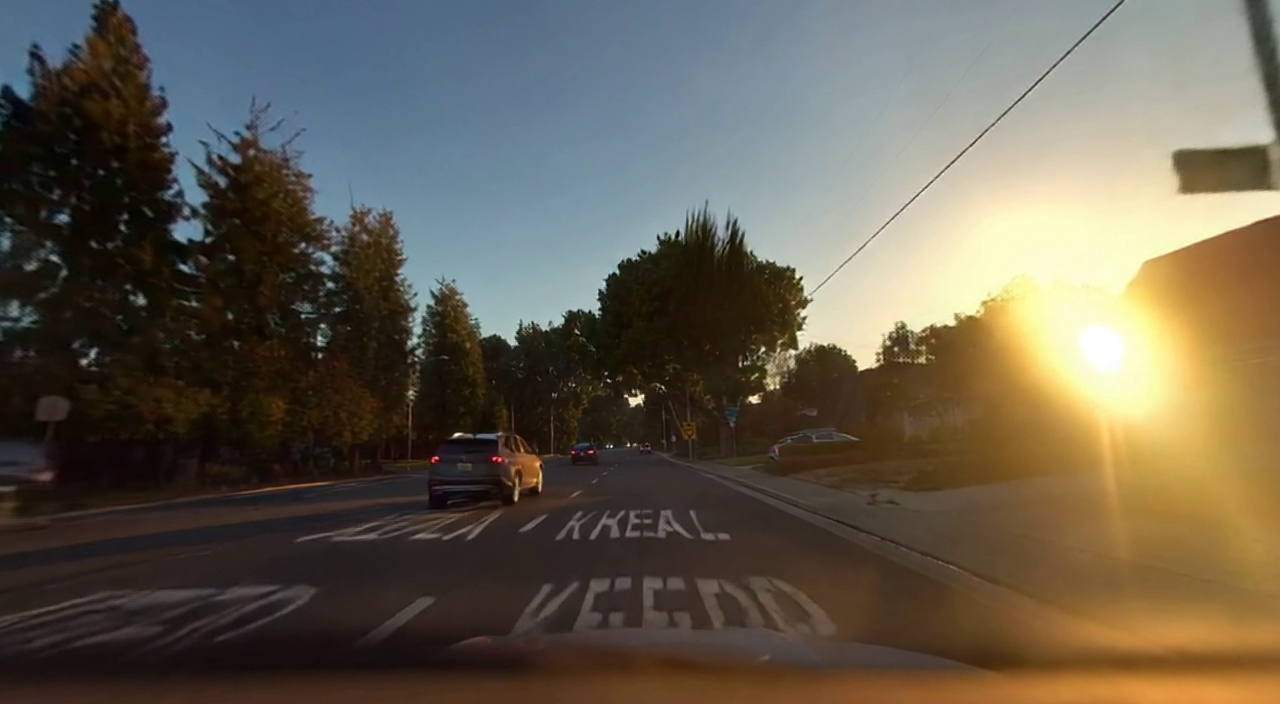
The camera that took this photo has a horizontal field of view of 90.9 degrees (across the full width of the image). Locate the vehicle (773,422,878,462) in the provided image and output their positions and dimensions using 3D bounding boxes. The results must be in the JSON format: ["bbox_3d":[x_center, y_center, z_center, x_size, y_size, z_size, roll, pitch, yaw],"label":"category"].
[{"bbox_3d":[9.763,4.797,33.544,4.944,2.023,1.973,0,-8,1],"label":"vehicle"}]

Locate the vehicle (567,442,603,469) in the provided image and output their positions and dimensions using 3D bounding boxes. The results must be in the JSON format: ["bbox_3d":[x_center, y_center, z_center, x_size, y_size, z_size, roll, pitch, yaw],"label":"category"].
[{"bbox_3d":[-3.184,6.046,36.991,1.802,1.528,3.490,0,-8,0],"label":"vehicle"}]

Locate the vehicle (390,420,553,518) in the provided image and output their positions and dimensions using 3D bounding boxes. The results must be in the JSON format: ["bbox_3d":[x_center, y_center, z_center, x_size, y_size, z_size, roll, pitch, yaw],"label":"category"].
[{"bbox_3d":[-3.358,2.446,13.655,2.190,1.766,4.394,0,-8,2],"label":"vehicle"}]
